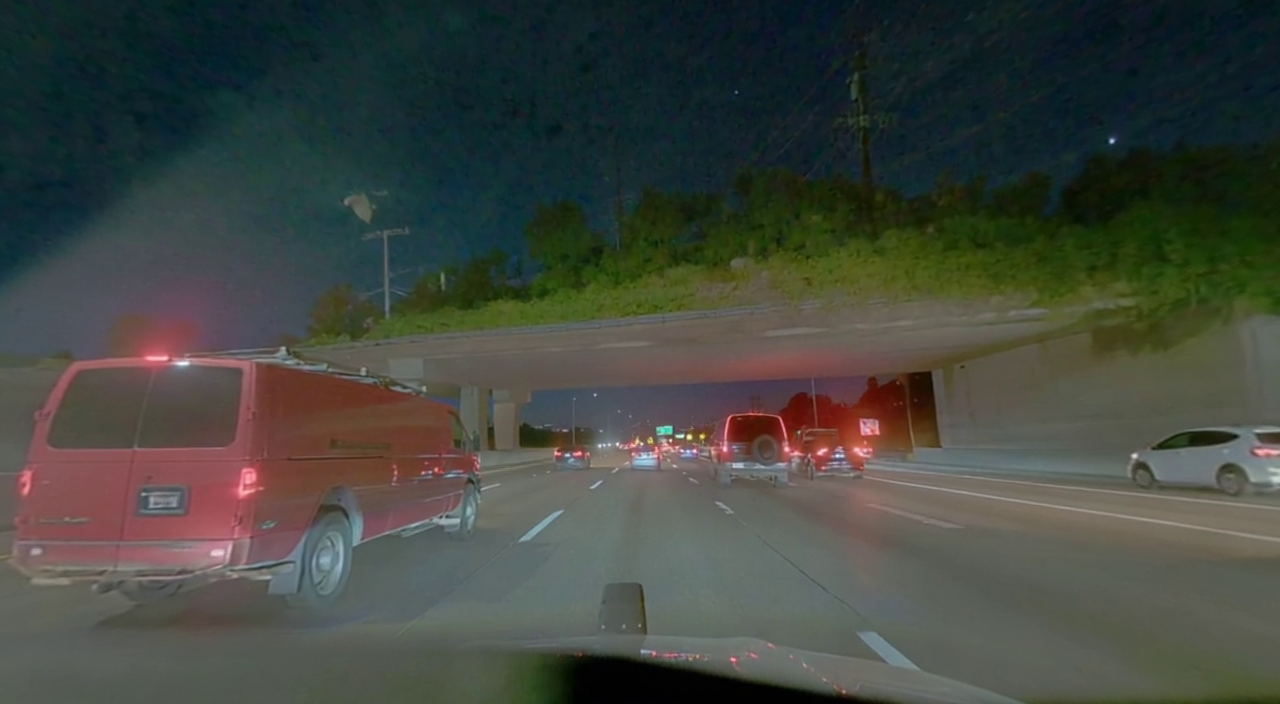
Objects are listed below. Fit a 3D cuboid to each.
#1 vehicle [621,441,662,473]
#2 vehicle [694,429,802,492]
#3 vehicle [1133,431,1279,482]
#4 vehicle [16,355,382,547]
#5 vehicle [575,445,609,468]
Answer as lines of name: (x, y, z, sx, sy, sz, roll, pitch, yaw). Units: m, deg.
vehicle: (0.093, 5.699, 34.446, 2.115, 1.617, 4.102, 0, -8, 0)
vehicle: (3.584, 3.772, 22.369, 2.777, 1.895, 5.710, 0, -8, 0)
vehicle: (22.328, 4.033, 24.607, 1.982, 1.748, 4.713, 2, -9, -6)
vehicle: (-7.547, 1.852, 12.192, 2.336, 2.708, 6.421, 0, -8, 0)
vehicle: (-3.313, 7.209, 43.816, 1.970, 1.483, 4.071, 0, -8, 1)
